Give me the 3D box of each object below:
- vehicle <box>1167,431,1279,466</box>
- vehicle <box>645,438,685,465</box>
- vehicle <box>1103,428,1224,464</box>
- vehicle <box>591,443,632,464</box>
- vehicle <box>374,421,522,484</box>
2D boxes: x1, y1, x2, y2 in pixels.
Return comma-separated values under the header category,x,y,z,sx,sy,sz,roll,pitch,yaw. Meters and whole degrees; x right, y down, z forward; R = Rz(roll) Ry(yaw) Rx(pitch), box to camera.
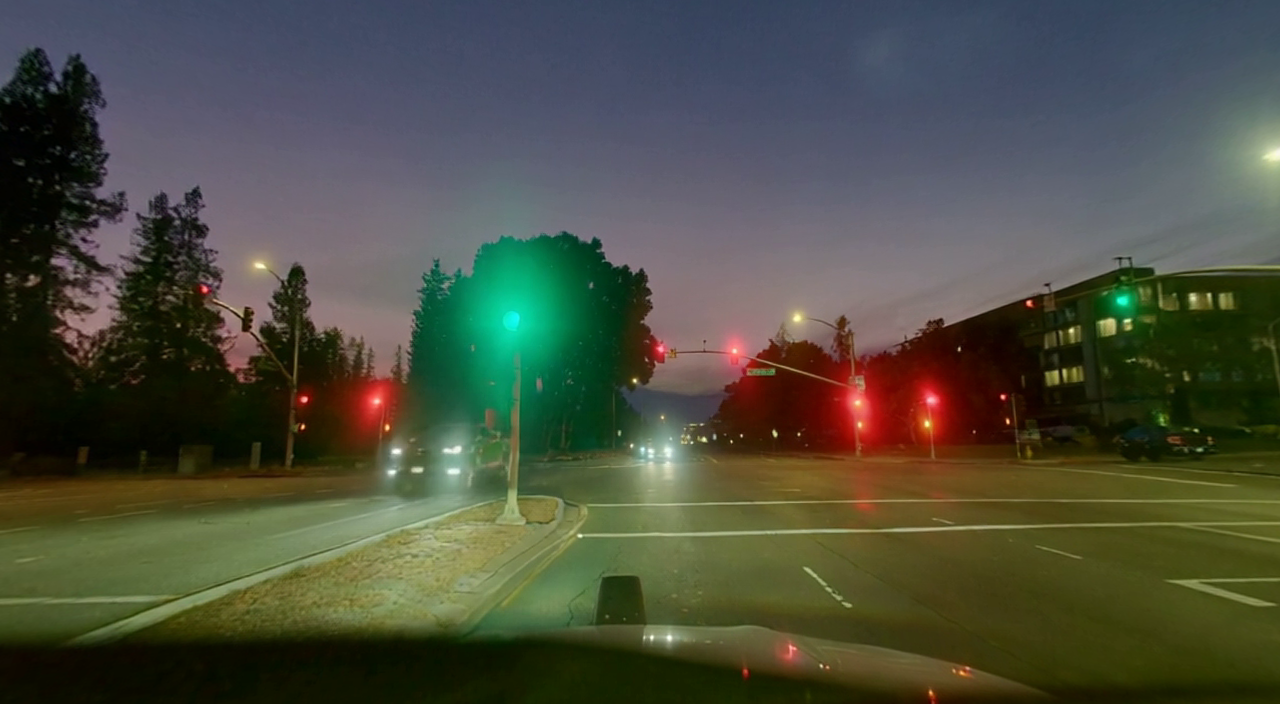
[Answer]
category,x,y,z,sx,sy,sz,roll,pitch,yaw
vehicle,26.288,4.249,27.882,4.644,1.470,1.922,1,-8,-10
vehicle,1.753,6.773,43.248,2.197,1.739,4.177,-2,-8,10
vehicle,25.940,4.665,31.344,4.441,1.674,2.035,1,-8,-8
vehicle,-2.012,7.320,45.676,2.076,1.476,3.873,-2,-8,12
vehicle,-7.834,4.291,27.387,2.775,2.246,9.043,-1,-8,6
